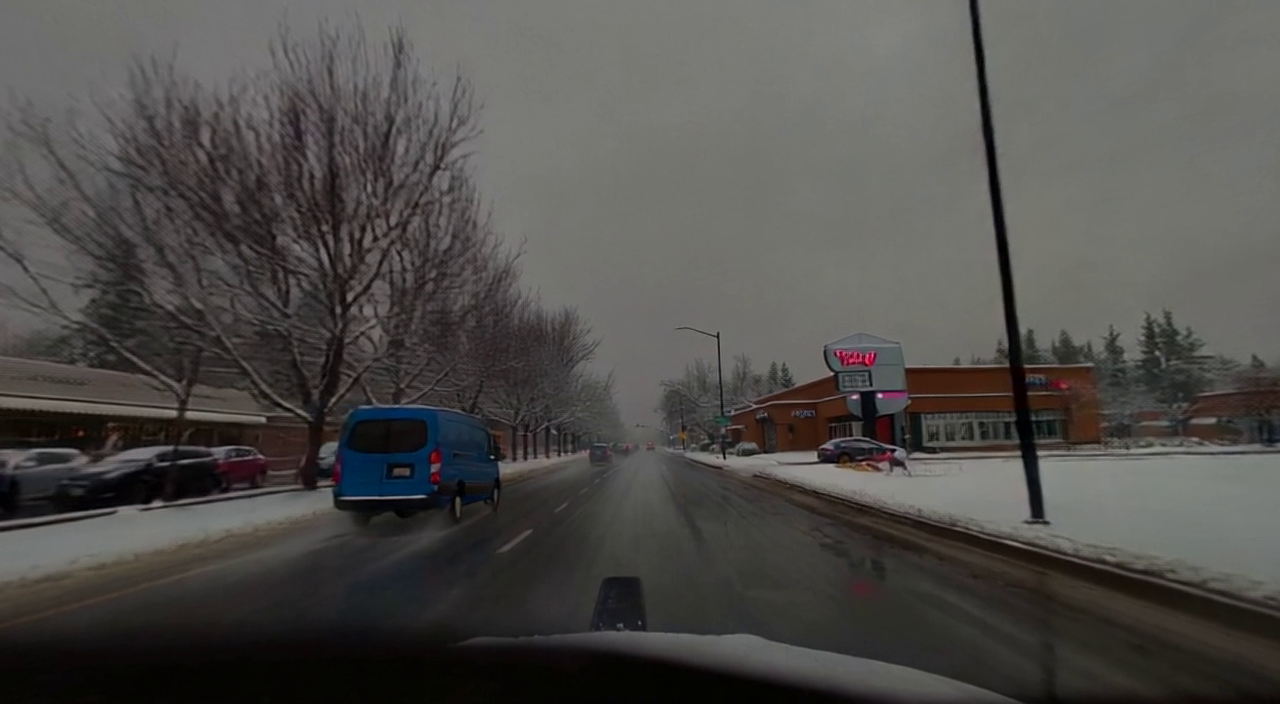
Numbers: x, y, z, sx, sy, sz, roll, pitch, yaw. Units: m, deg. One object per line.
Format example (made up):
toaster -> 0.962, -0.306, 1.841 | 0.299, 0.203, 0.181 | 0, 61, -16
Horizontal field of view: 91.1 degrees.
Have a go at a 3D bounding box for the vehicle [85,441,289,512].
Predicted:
vehicle -> -12.156, 3.315, 17.408 | 2.024, 1.656, 4.837 | 0, -8, 0

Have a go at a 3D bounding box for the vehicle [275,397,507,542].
vehicle -> -3.986, 1.992, 11.253 | 2.152, 1.987, 4.952 | 0, -8, -1

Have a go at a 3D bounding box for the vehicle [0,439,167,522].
vehicle -> -15.296, 3.222, 16.449 | 1.936, 1.813, 4.921 | -1, -8, 0

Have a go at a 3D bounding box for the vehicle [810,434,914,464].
vehicle -> 11.370, 4.980, 32.355 | 4.607, 1.471, 1.982 | 0, -8, 0
